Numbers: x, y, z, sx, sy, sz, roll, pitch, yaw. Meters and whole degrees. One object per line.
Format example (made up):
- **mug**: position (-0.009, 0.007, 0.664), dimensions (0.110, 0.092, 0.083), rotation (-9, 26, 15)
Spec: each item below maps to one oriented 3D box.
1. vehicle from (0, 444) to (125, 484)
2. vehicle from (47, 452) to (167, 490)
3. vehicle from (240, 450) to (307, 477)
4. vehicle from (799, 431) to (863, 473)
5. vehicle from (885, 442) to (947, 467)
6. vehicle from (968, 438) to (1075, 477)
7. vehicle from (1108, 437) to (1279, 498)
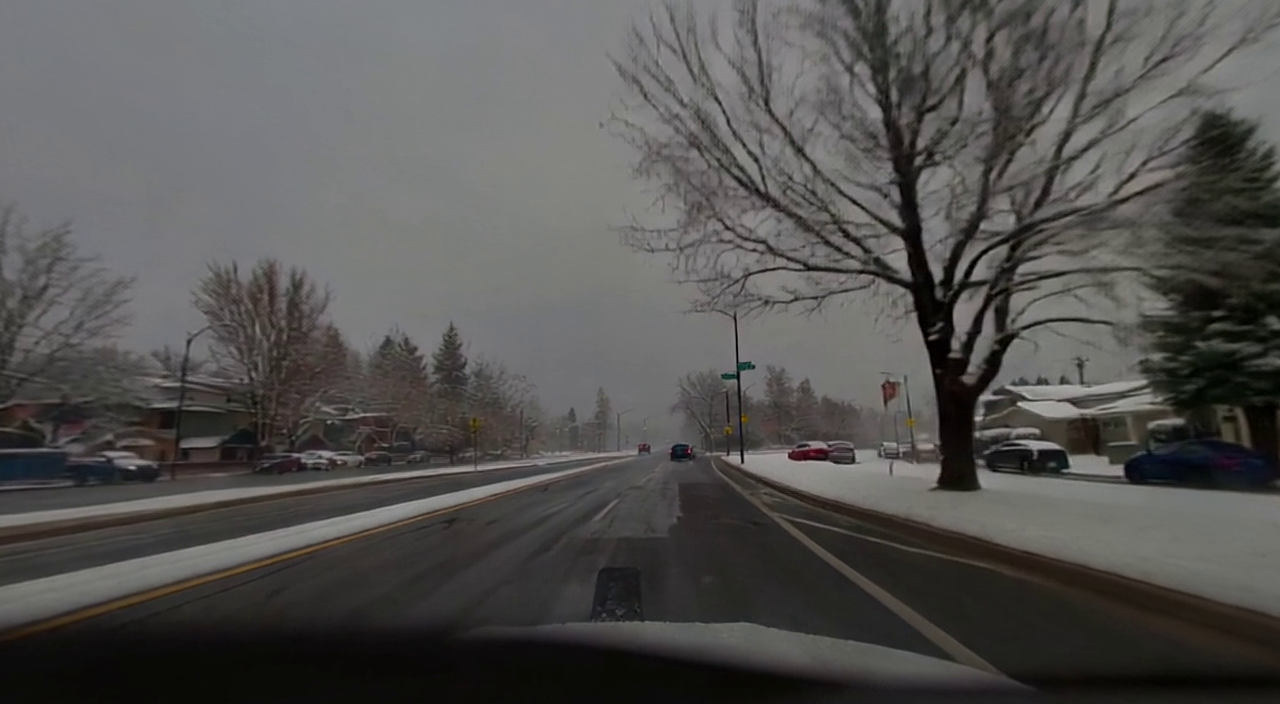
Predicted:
- **vehicle**: position (-33.329, 6.334, 35.979), dimensions (5.871, 2.184, 2.518), rotation (-1, -8, 5)
- **vehicle**: position (-27.799, 6.200, 33.211), dimensions (2.032, 1.799, 4.636), rotation (-1, -8, 4)
- **vehicle**: position (-26.703, 8.187, 46.206), dimensions (1.983, 1.691, 4.336), rotation (-4, -13, 4)
- **vehicle**: position (10.121, 5.443, 33.867), dimensions (1.923, 1.741, 4.683), rotation (-4, -13, 0)
- **vehicle**: position (17.341, 6.446, 39.940), dimensions (1.969, 1.465, 4.930), rotation (-1, -8, 4)
- **vehicle**: position (16.497, 4.564, 27.638), dimensions (1.940, 1.556, 4.542), rotation (-1, -8, 2)
- **vehicle**: position (16.355, 3.276, 18.401), dimensions (1.945, 1.531, 4.589), rotation (0, -8, 0)
